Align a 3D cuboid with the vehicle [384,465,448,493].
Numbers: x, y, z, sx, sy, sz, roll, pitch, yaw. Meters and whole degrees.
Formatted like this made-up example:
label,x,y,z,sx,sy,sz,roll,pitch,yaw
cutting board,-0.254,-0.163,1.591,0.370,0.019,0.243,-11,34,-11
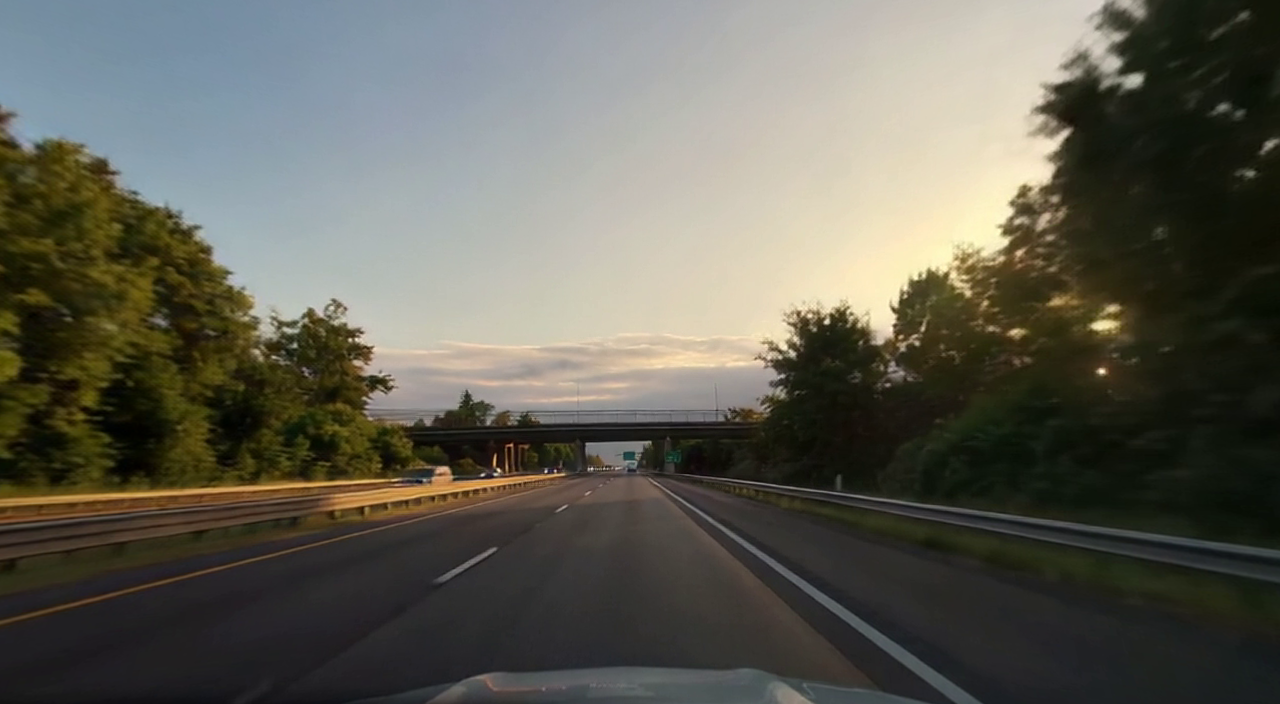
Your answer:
label,x,y,z,sx,sy,sz,roll,pitch,yaw
vehicle,-12.372,7.054,35.087,1.930,1.414,4.129,1,-10,1
